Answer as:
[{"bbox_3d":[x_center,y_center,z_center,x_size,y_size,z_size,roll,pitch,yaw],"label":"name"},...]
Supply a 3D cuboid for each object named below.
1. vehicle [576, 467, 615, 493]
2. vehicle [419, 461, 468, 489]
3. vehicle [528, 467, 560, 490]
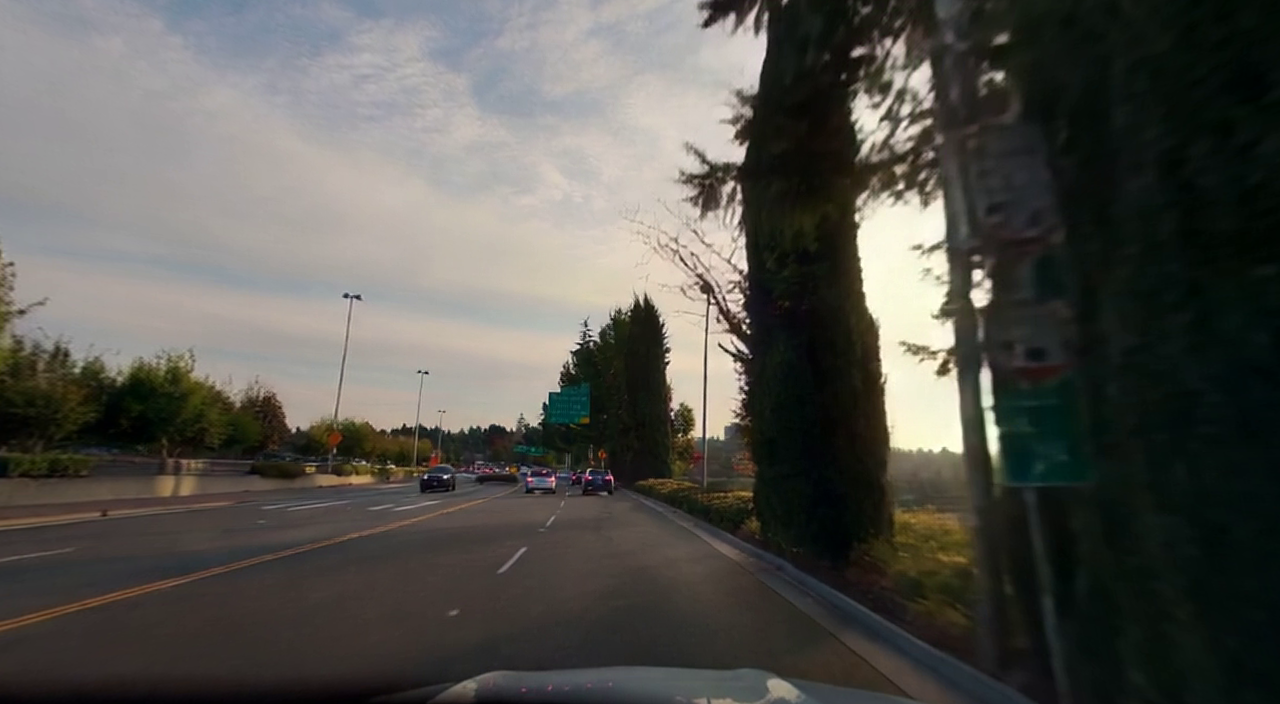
[{"bbox_3d":[-2.852,7.978,39.349,2.129,1.471,4.258,2,-11,-7],"label":"vehicle"},{"bbox_3d":[-12.812,8.069,41.356,2.183,1.665,4.498,2,-11,-7],"label":"vehicle"},{"bbox_3d":[-6.760,8.929,44.682,2.030,1.441,4.806,2,-11,-7],"label":"vehicle"}]
